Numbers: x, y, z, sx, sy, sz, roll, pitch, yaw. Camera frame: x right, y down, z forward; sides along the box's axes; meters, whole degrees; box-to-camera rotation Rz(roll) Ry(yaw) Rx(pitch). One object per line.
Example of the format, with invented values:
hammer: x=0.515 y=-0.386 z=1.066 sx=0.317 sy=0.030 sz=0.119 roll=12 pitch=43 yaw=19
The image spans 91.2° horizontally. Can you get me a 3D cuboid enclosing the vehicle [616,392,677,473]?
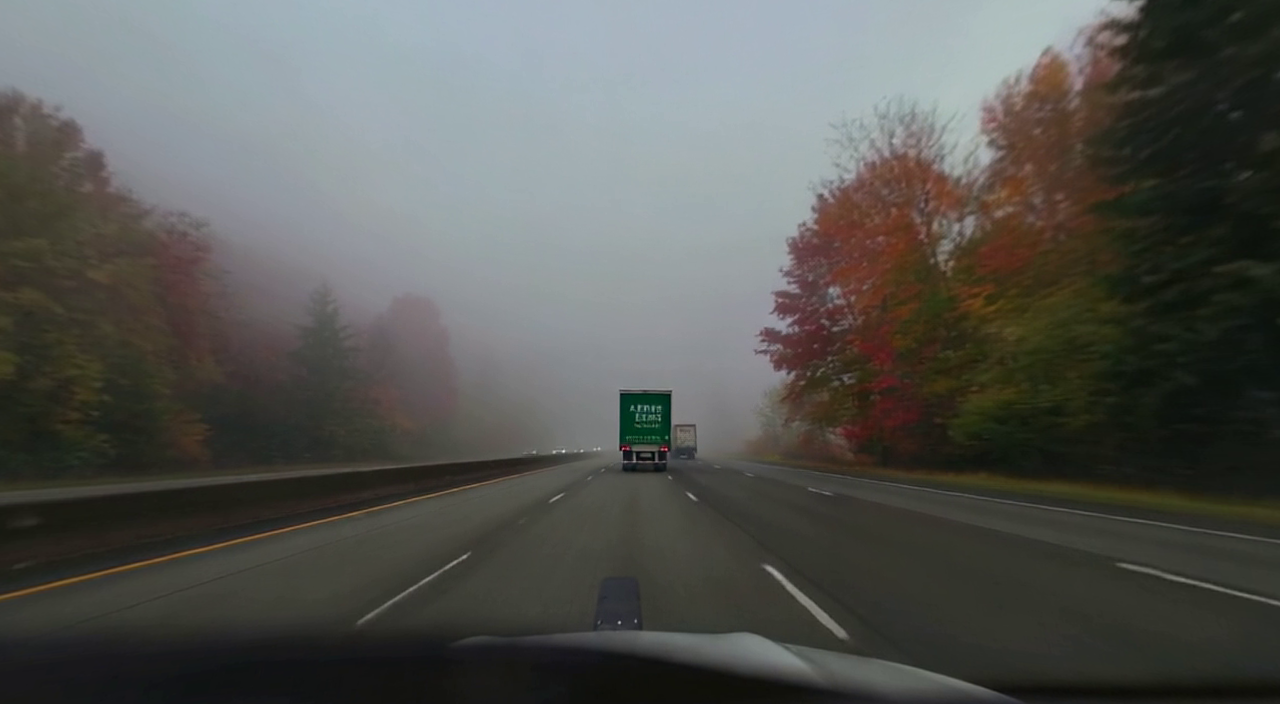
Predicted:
vehicle: x=0.298 y=4.881 z=37.120 sx=3.057 sy=4.073 sz=10.792 roll=0 pitch=-9 yaw=0
